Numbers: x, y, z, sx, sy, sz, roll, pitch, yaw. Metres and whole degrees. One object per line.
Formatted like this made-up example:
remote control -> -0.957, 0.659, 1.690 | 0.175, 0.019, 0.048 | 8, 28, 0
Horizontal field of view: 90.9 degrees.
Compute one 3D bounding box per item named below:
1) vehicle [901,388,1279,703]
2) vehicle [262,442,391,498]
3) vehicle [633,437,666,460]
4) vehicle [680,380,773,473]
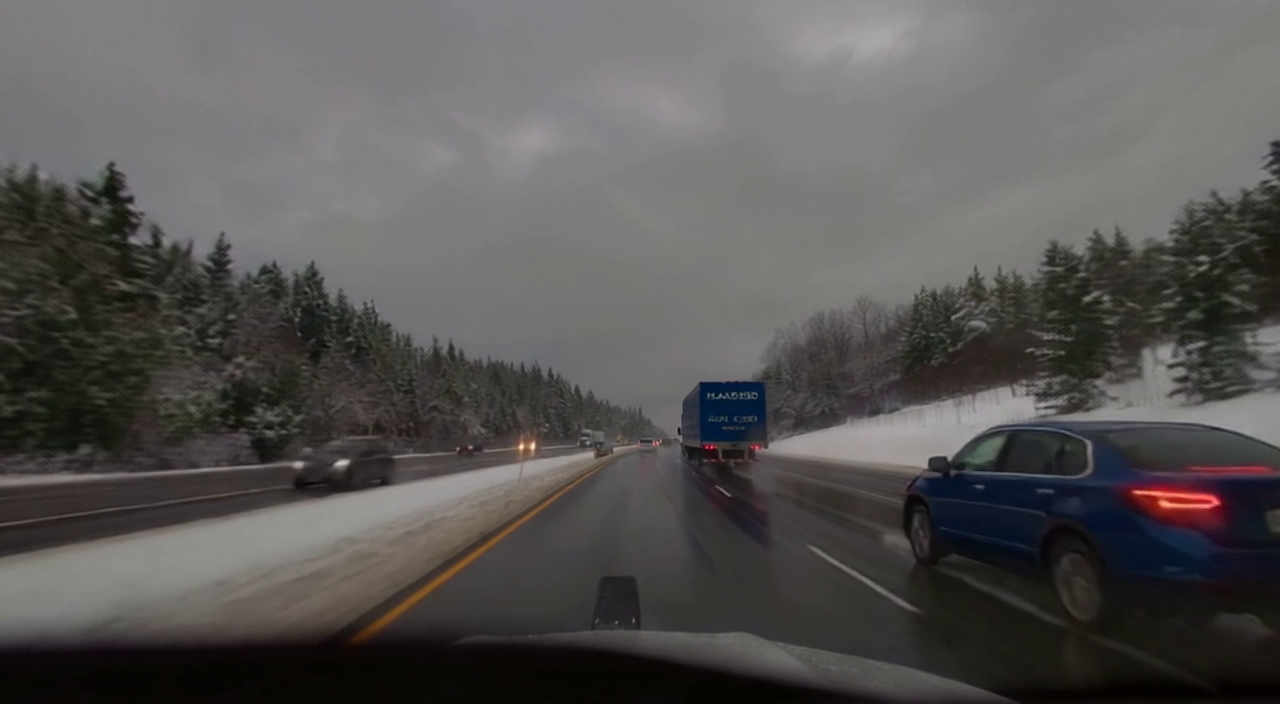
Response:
vehicle -> 4.029, 1.224, 4.988 | 2.028, 1.573, 4.207 | 0, -8, -1
vehicle -> -9.728, 3.655, 20.001 | 1.892, 1.508, 4.225 | 0, -8, 0
vehicle -> 0.699, 6.880, 45.165 | 2.209, 1.499, 4.144 | -1, -8, 1
vehicle -> 4.238, 4.173, 34.540 | 3.171, 4.072, 13.784 | 0, -8, 0
